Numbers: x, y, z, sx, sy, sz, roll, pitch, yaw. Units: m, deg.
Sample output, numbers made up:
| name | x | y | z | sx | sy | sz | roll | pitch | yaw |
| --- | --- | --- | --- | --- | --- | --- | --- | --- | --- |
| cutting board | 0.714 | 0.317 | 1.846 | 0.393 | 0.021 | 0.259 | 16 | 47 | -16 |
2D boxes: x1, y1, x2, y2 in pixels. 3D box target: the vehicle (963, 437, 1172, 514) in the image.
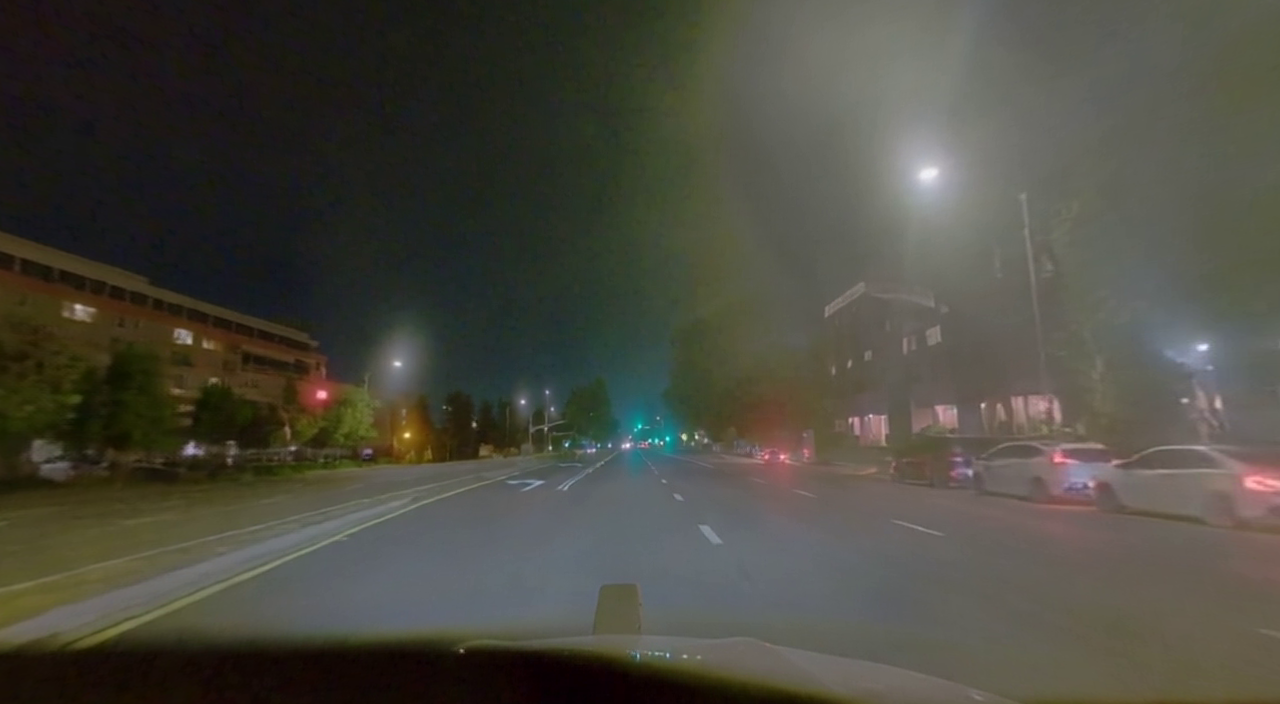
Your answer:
| name | x | y | z | sx | sy | sz | roll | pitch | yaw |
| --- | --- | --- | --- | --- | --- | --- | --- | --- | --- |
| vehicle | 9.985 | 2.907 | 15.302 | 1.780 | 1.491 | 4.433 | -2 | -9 | -2 |

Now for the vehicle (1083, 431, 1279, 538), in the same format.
| name | x | y | z | sx | sy | sz | roll | pitch | yaw |
| --- | --- | --- | --- | --- | --- | --- | --- | --- | --- |
| vehicle | 10.281 | 2.206 | 11.017 | 1.931 | 1.565 | 4.043 | 0 | -9 | -4 |

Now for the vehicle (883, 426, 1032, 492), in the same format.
| name | x | y | z | sx | sy | sz | roll | pitch | yaw |
| --- | --- | --- | --- | --- | --- | --- | --- | --- | --- |
| vehicle | 9.945 | 3.397 | 20.366 | 2.092 | 1.848 | 4.879 | 0 | -9 | -2 |
